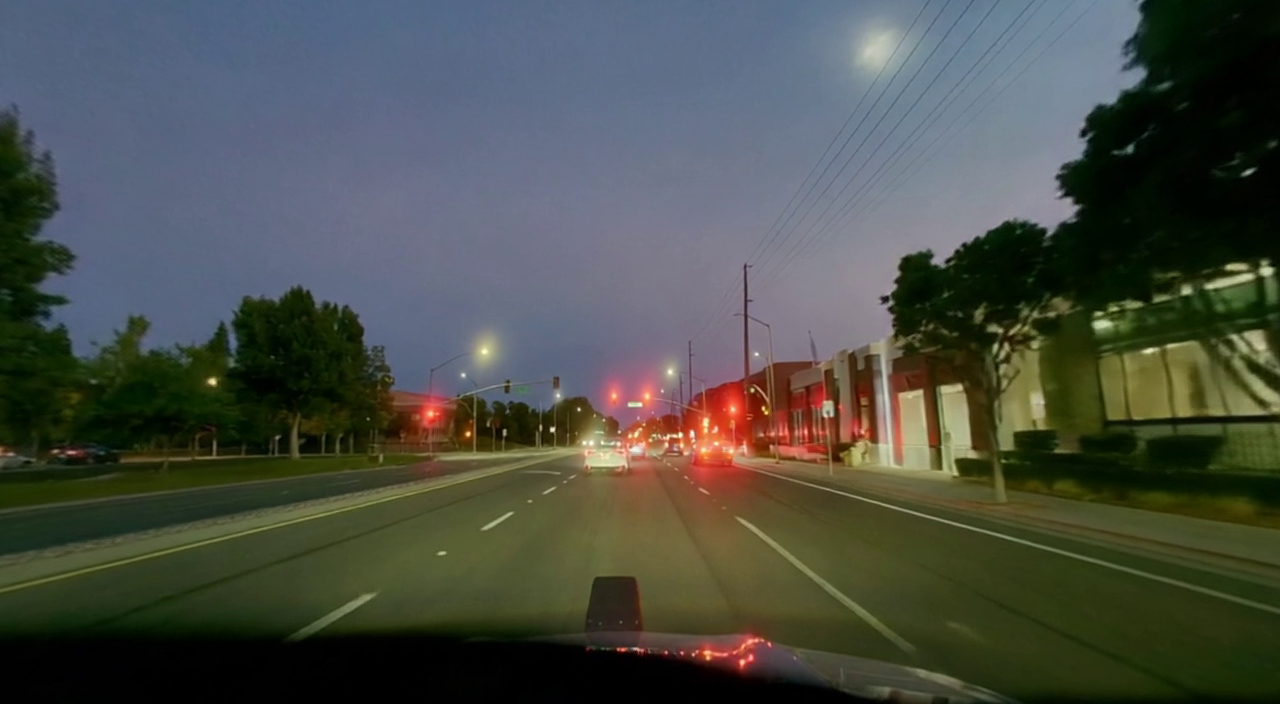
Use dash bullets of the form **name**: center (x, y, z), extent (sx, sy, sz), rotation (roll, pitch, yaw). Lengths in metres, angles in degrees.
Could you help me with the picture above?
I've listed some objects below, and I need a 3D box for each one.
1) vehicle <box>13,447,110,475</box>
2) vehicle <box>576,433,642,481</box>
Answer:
- **vehicle**: center (-38.648, 7.254, 42.397), extent (2.026, 1.701, 4.536), rotation (-1, -8, 4)
- **vehicle**: center (-0.989, 3.575, 21.763), extent (2.075, 1.470, 3.962), rotation (0, -8, -1)
